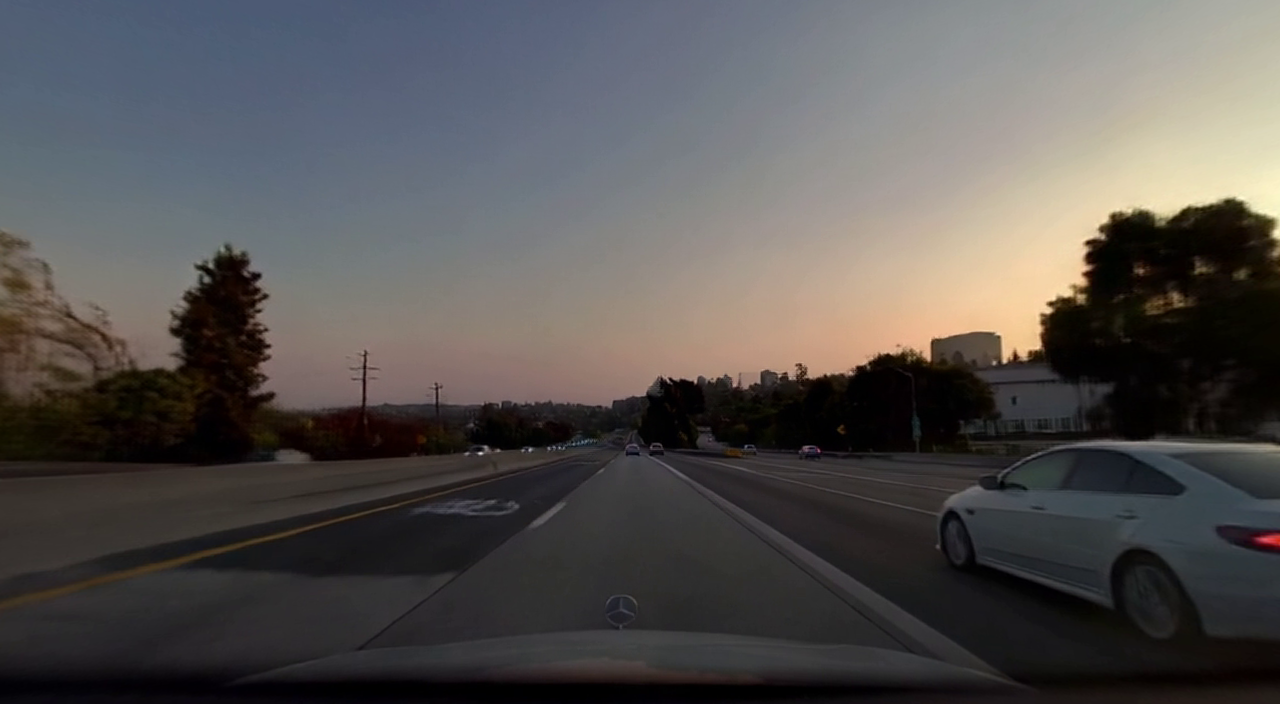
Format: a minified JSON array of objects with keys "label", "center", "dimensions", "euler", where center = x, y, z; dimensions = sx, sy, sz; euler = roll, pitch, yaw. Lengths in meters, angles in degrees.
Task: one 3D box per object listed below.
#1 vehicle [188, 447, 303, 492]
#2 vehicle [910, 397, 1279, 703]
[{"label":"vehicle","center":[-14.369,4.276,23.300],"dimensions":[1.786,1.422,3.848],"euler":[1,-8,-1]},{"label":"vehicle","center":[3.837,1.134,4.079],"dimensions":[2.018,1.477,4.800],"euler":[0,-8,-1]}]
